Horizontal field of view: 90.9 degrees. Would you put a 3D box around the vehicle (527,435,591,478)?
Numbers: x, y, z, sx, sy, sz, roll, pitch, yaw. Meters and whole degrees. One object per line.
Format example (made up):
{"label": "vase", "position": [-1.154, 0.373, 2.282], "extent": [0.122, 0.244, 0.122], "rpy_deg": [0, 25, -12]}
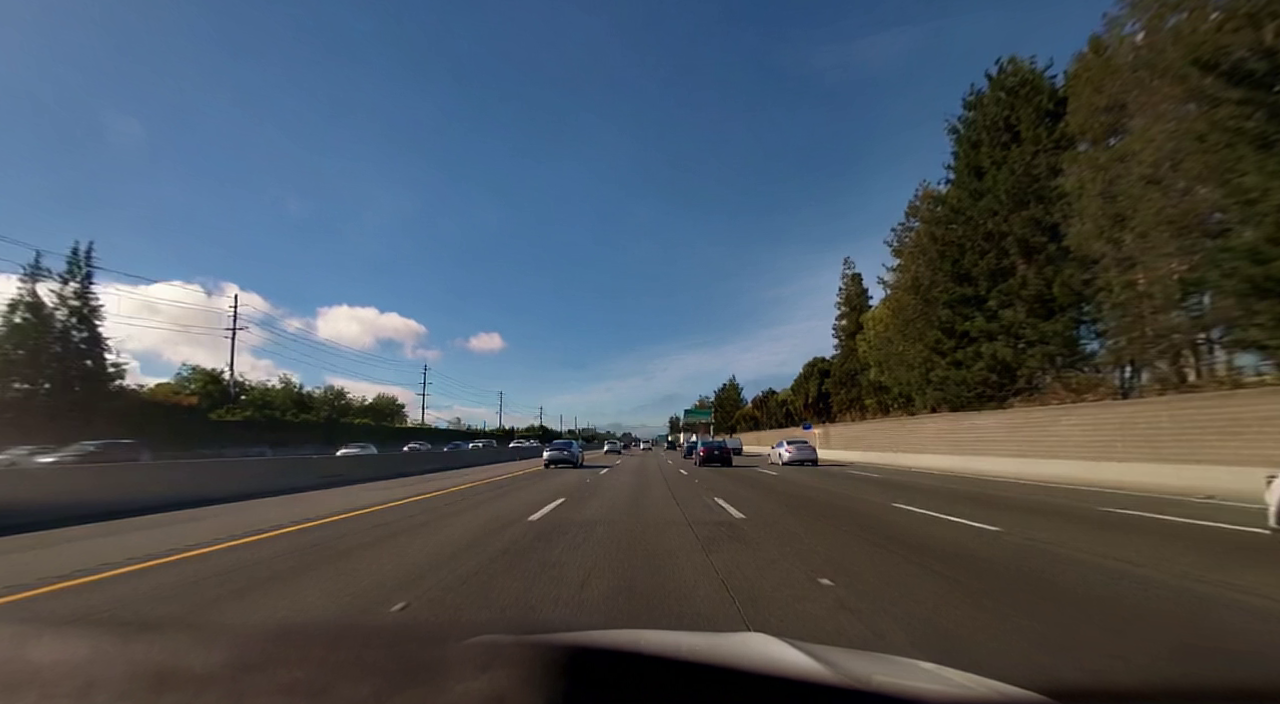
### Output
{"label": "vehicle", "position": [-3.447, 4.532, 27.625], "extent": [2.106, 1.682, 4.395], "rpy_deg": [-1, -8, 2]}

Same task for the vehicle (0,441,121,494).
{"label": "vehicle", "position": [-18.777, 3.570, 19.842], "extent": [1.650, 1.467, 3.708], "rpy_deg": [-1, -8, 1]}

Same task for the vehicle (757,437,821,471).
{"label": "vehicle", "position": [7.294, 5.019, 31.369], "extent": [1.988, 1.518, 4.856], "rpy_deg": [0, -8, 0]}

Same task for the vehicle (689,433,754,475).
{"label": "vehicle", "position": [3.436, 4.401, 27.429], "extent": [2.146, 1.639, 4.475], "rpy_deg": [0, -8, -1]}
